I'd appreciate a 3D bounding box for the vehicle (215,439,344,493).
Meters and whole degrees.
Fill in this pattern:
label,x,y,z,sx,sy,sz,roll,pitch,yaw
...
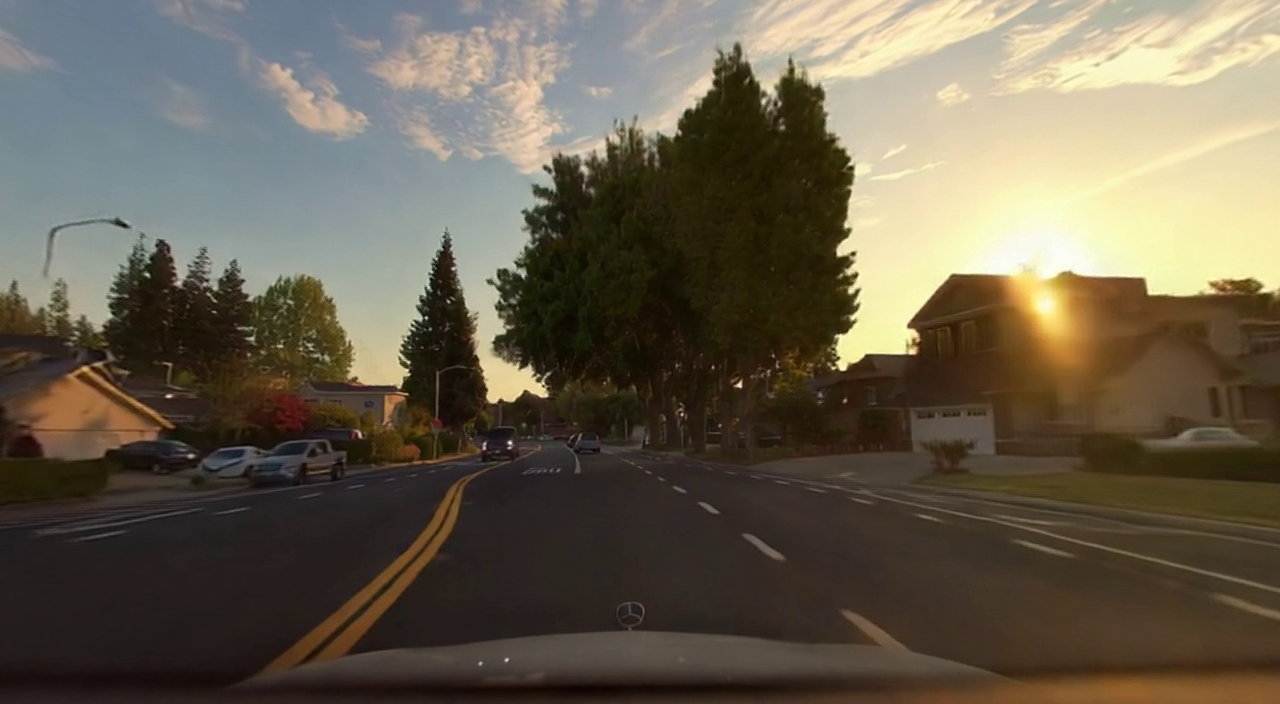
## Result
label,x,y,z,sx,sy,sz,roll,pitch,yaw
vehicle,-12.348,3.877,21.952,1.881,1.655,4.177,-1,-8,2

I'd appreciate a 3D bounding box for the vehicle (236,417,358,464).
label,x,y,z,sx,sy,sz,roll,pitch,yaw
vehicle,-21.426,5.533,39.532,6.474,2.781,2.364,-1,-8,9

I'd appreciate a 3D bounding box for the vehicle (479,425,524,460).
label,x,y,z,sx,sy,sz,roll,pitch,yaw
vehicle,-8.693,5.730,40.005,2.281,2.069,4.797,1,-8,-7

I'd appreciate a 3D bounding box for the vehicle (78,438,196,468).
label,x,y,z,sx,sy,sz,roll,pitch,yaw
vehicle,-25.347,5.093,31.872,4.450,1.482,1.948,-1,-8,5
